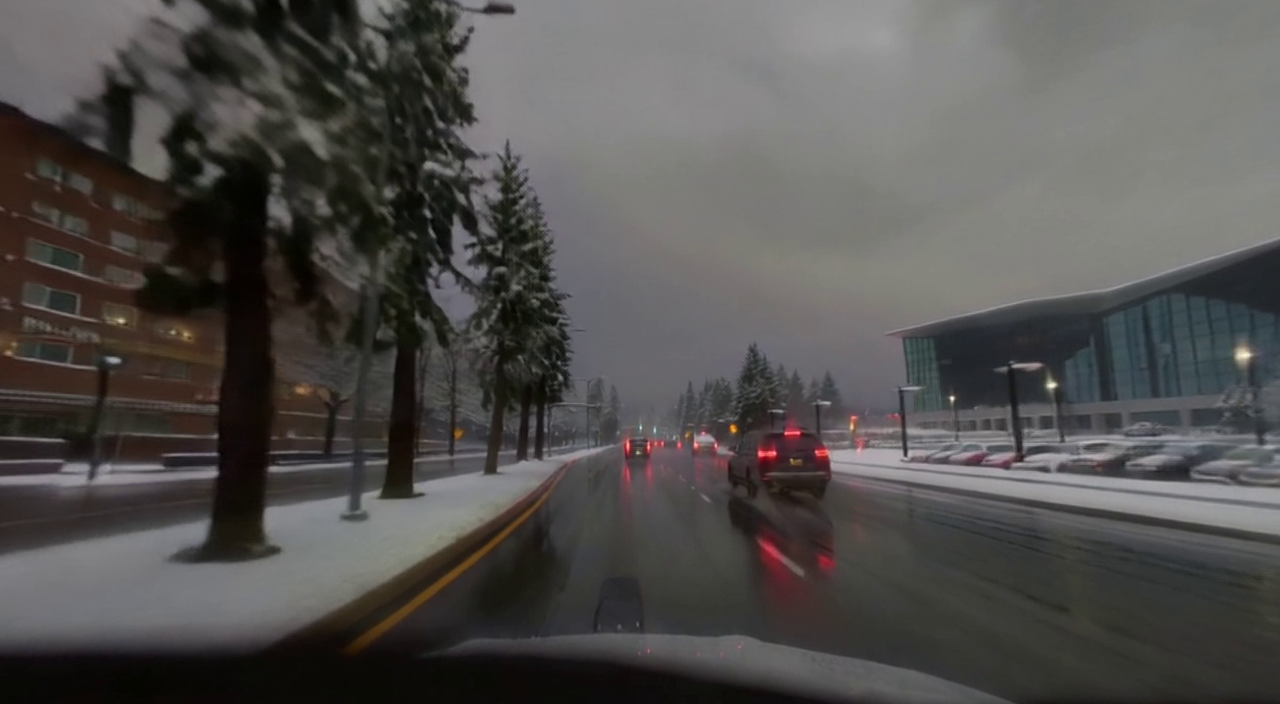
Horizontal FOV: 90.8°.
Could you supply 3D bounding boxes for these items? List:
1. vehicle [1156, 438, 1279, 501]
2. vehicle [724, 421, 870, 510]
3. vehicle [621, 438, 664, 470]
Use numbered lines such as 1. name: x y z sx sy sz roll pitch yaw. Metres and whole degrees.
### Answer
1. vehicle: 16.965 3.223 17.784 4.670 1.540 1.999 4 -10 -29
2. vehicle: 3.560 2.704 15.485 2.235 1.806 4.818 0 -9 -1
3. vehicle: 0.088 5.513 34.250 2.145 1.572 4.021 0 -9 -1
